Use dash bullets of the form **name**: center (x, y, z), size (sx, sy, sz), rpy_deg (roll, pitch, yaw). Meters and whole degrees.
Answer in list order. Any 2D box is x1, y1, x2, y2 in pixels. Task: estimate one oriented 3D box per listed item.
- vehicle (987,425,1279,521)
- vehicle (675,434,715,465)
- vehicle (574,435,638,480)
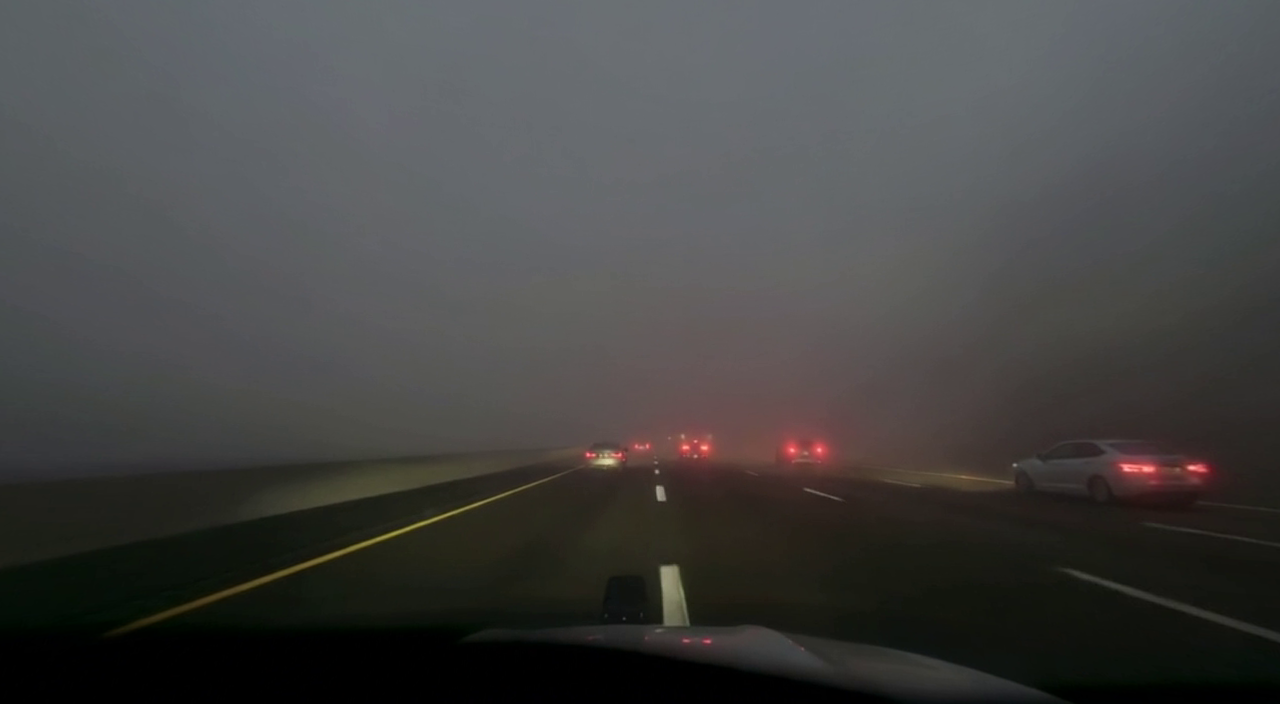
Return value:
- **vehicle**: center (9.226, 2.274, 12.452), size (1.870, 1.493, 5.015), rpy_deg (0, -8, 1)
- **vehicle**: center (3.194, 5.807, 37.523), size (2.063, 1.698, 4.355), rpy_deg (0, -8, 1)
- **vehicle**: center (-1.185, 3.982, 23.976), size (2.050, 1.546, 4.344), rpy_deg (-1, -8, 2)
